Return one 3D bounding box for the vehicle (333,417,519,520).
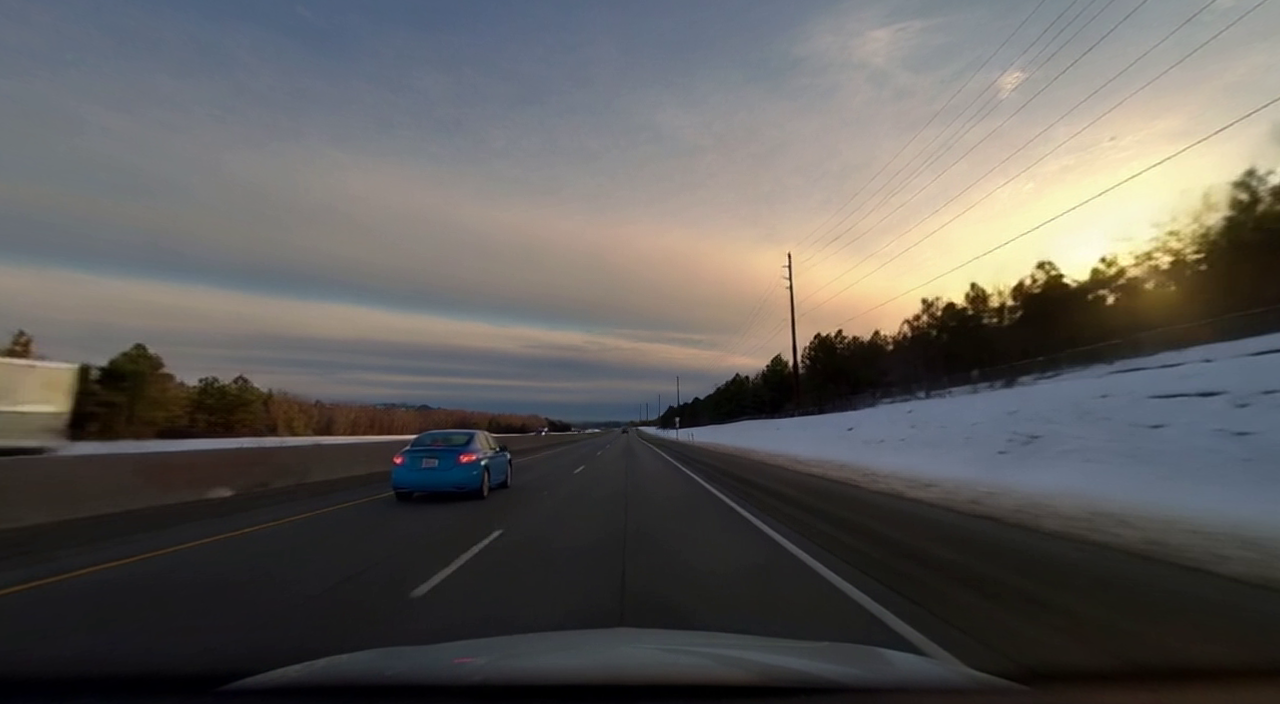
[{"bbox_3d":[-3.606,2.018,11.491,1.999,1.536,3.969,0,-8,0],"label":"vehicle"}]
